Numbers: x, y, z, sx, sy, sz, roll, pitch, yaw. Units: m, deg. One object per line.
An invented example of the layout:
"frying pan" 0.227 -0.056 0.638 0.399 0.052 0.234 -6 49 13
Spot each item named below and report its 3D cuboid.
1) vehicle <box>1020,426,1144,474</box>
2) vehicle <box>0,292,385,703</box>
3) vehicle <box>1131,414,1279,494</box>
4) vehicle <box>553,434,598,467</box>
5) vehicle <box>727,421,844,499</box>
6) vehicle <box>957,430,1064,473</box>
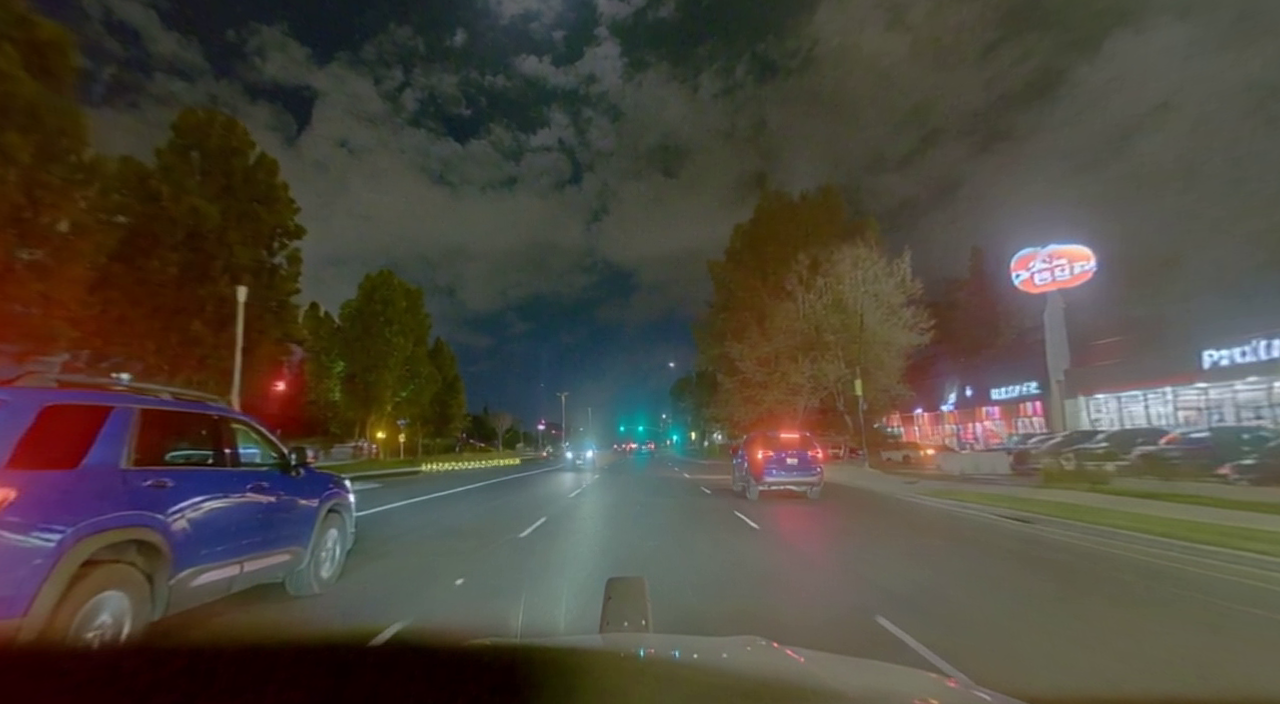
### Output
"vehicle" 18.205 4.055 26.270 1.944 1.815 4.419 0 -8 1
"vehicle" -3.866 0.938 4.250 2.210 1.925 4.838 0 -8 0
"vehicle" 13.486 2.143 13.431 4.393 1.557 1.936 0 -8 -2
"vehicle" -3.678 5.751 36.830 2.112 1.775 4.404 0 -8 1
"vehicle" 3.676 2.825 16.851 2.024 1.773 4.431 0 -8 0
"vehicle" 15.578 4.191 26.821 1.897 1.662 4.504 0 -8 2
